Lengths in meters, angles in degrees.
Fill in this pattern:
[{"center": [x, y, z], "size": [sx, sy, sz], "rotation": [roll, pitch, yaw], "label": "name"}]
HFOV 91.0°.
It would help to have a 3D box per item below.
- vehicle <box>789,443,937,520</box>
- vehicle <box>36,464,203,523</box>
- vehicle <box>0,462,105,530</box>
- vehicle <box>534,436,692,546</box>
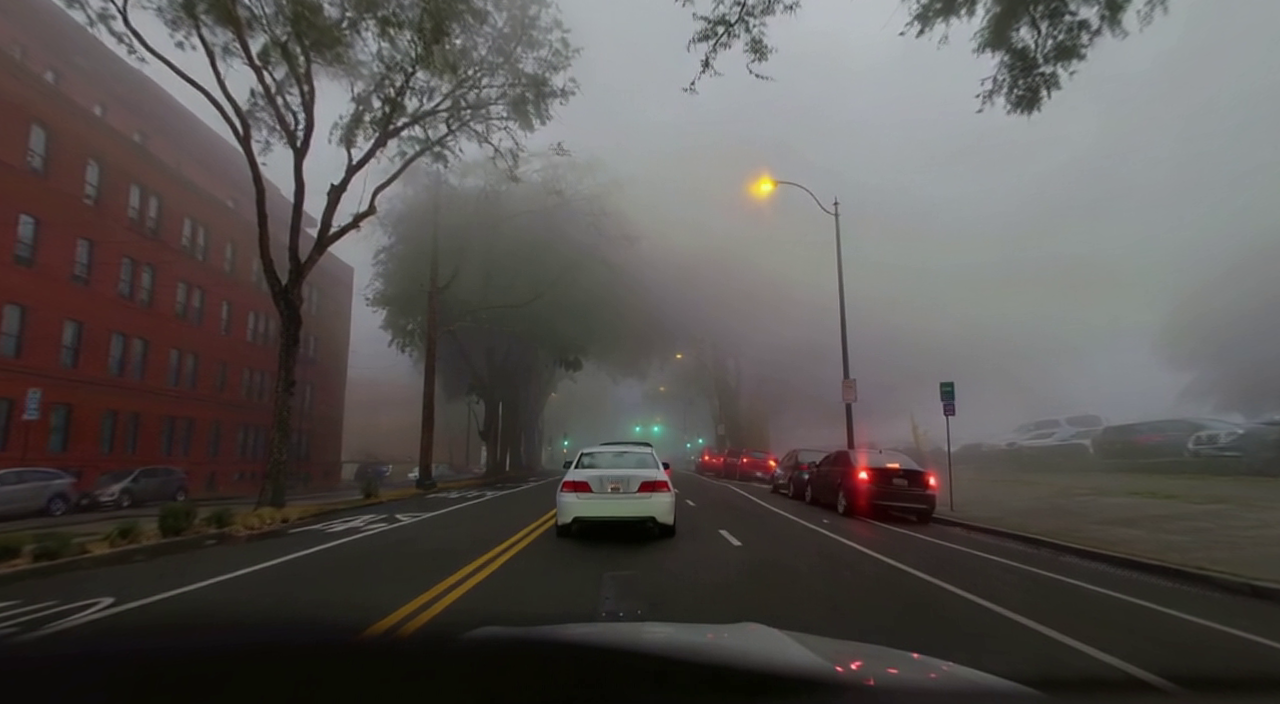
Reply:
[{"center": [4.911, 2.880, 14.532], "size": [1.832, 1.491, 4.054], "rotation": [1, -9, -1], "label": "vehicle"}, {"center": [-18.023, 4.873, 22.175], "size": [2.011, 1.727, 4.449], "rotation": [1, -9, 0], "label": "vehicle"}, {"center": [-17.621, 3.911, 17.169], "size": [1.909, 1.658, 4.559], "rotation": [0, -9, 1], "label": "vehicle"}, {"center": [-0.389, 2.281, 11.016], "size": [2.230, 1.518, 4.113], "rotation": [0, -9, 0], "label": "vehicle"}]
